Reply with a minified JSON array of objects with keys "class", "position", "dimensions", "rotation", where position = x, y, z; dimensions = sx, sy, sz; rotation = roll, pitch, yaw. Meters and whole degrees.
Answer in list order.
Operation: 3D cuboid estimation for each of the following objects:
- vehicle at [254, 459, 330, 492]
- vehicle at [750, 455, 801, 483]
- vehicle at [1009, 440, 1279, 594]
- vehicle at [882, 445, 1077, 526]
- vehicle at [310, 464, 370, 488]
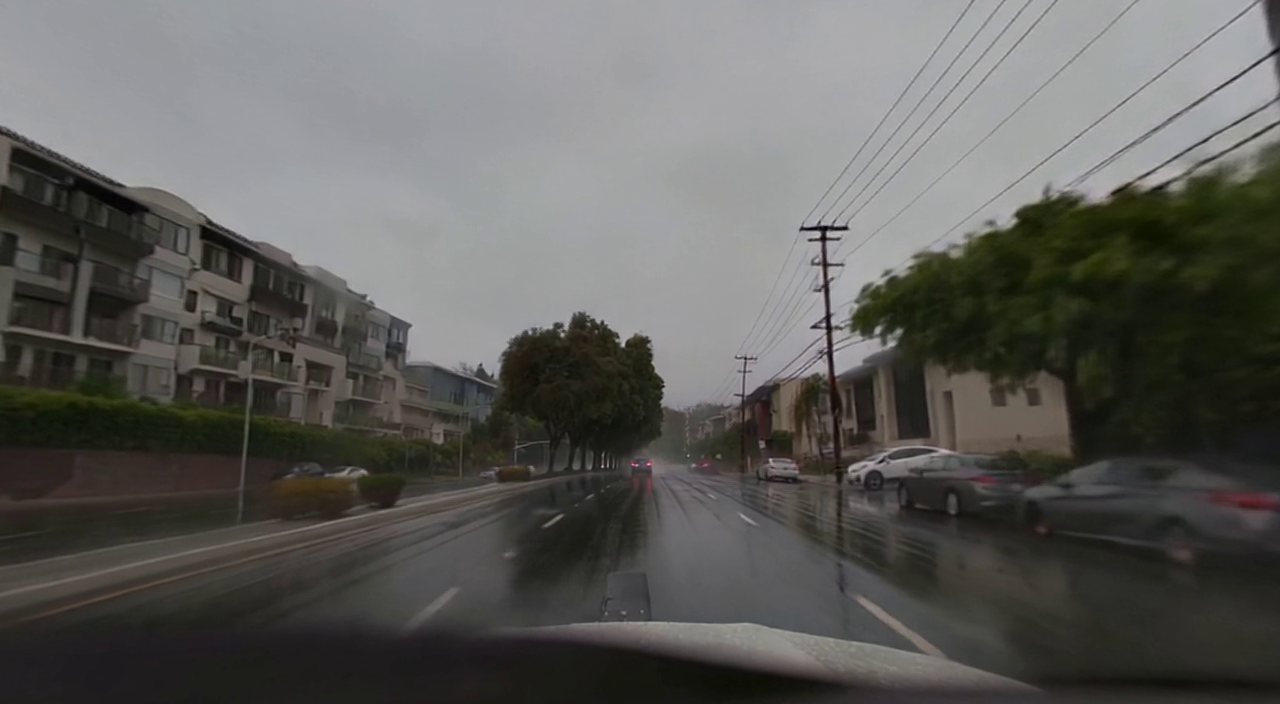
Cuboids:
[{"class":"vehicle","position":[-21.607,7.650,39.419],"dimensions":[1.895,1.798,4.703],"rotation":[-1,-8,2]},{"class":"vehicle","position":[7.888,6.864,37.240],"dimensions":[1.986,1.467,4.412],"rotation":[0,-8,-1]},{"class":"vehicle","position":[7.095,1.895,8.171],"dimensions":[1.875,1.481,4.434],"rotation":[0,-8,-1]},{"class":"vehicle","position":[7.216,2.830,14.039],"dimensions":[1.927,1.494,4.362],"rotation":[0,-8,0]},{"class":"vehicle","position":[-21.522,8.916,45.531],"dimensions":[1.906,1.487,4.773],"rotation":[0,-8,1]}]
